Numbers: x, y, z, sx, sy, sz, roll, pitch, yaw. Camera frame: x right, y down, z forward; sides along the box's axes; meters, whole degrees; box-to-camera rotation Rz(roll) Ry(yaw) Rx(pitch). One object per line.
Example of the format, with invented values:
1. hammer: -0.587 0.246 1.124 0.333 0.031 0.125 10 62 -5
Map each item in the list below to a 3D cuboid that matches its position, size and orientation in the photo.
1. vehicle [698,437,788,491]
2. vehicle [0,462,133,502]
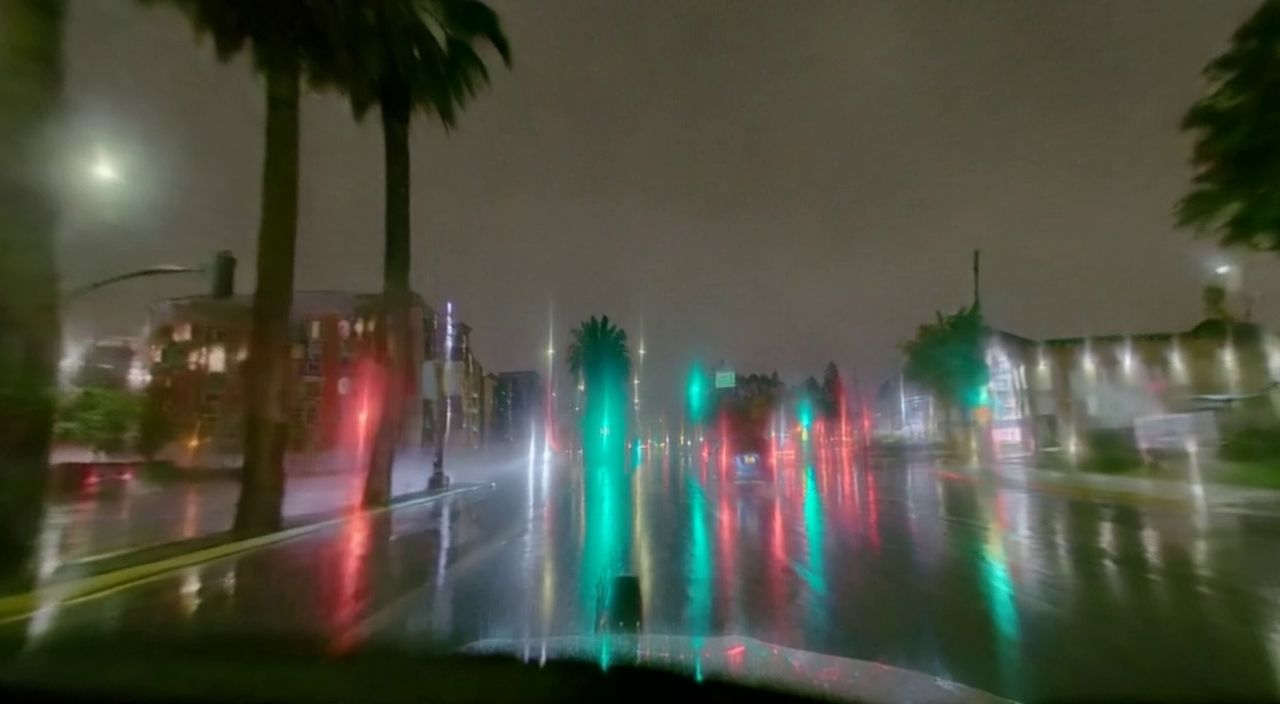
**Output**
1. vehicle: 3.061 3.432 19.737 1.964 1.448 4.295 0 -8 -2
2. vehicle: -26.802 6.042 29.538 4.558 1.718 2.151 -2 -8 8
